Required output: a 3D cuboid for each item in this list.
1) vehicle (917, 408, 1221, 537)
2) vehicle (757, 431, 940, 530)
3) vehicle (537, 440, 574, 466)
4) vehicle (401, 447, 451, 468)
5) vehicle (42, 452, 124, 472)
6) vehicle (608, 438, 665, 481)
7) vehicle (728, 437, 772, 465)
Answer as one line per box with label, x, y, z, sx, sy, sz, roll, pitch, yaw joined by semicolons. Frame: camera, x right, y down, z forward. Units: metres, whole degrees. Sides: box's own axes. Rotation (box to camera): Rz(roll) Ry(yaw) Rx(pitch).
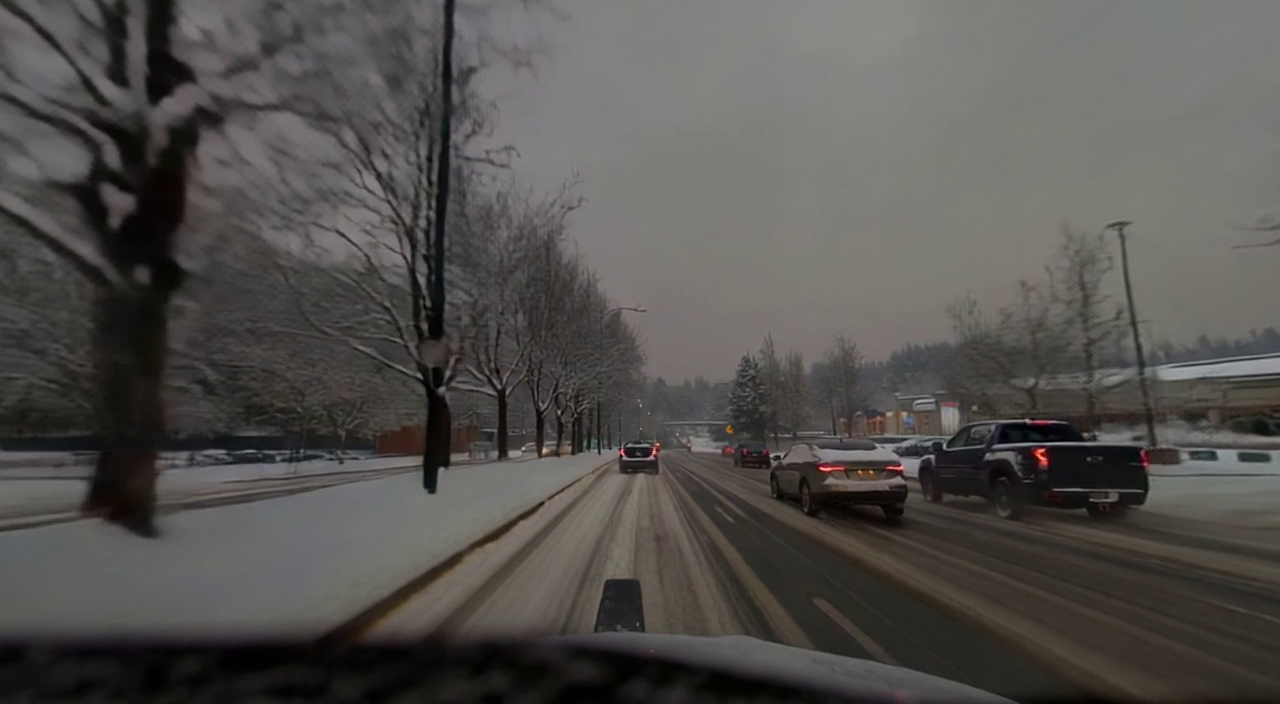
vehicle;7.098;2.050;11.293;2.134;1.810;4.590;0;-8;-1
vehicle;3.529;2.242;11.639;1.858;1.466;4.230;0;-9;-1
vehicle;-5.577;6.722;42.171;1.887;1.582;3.915;0;-8;1
vehicle;-16.337;8.081;48.485;1.982;1.481;4.706;0;-9;2
vehicle;-42.126;8.324;47.835;4.400;1.439;1.857;0;-9;0
vehicle;-0.116;4.017;23.914;1.994;1.479;3.647;0;-8;0
vehicle;7.320;6.616;42.394;2.068;1.779;4.567;0;-9;-1
